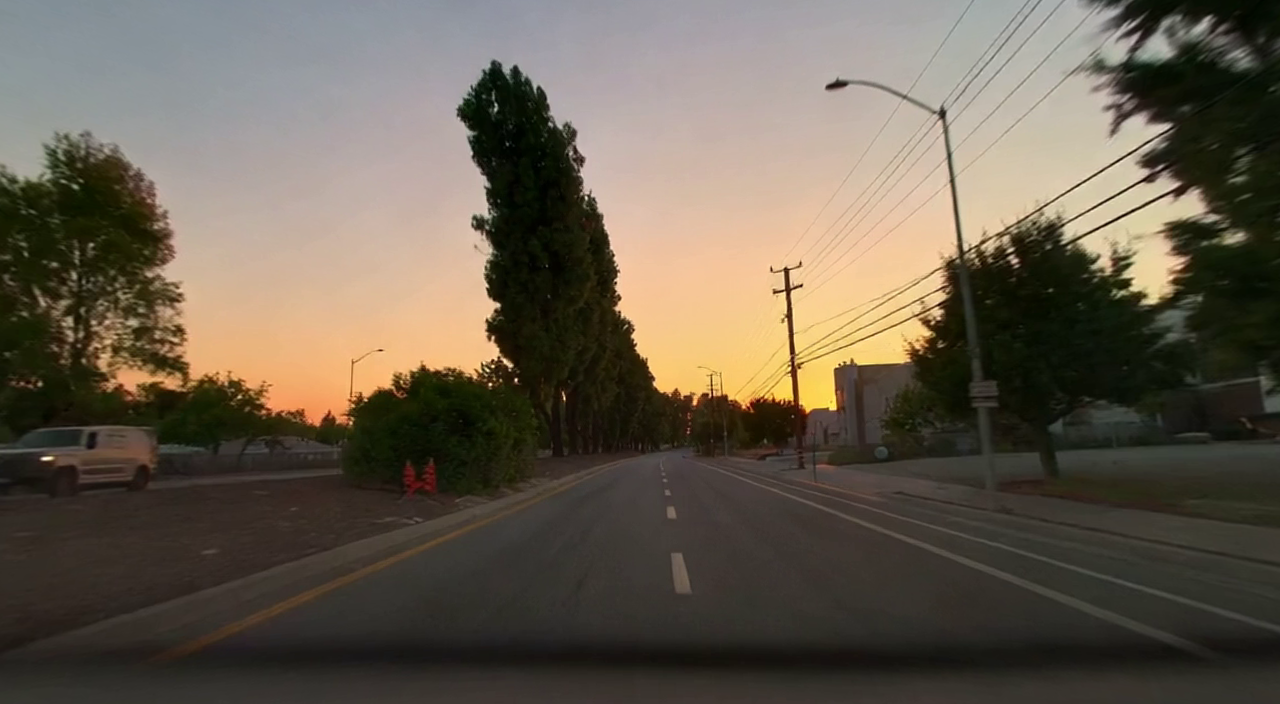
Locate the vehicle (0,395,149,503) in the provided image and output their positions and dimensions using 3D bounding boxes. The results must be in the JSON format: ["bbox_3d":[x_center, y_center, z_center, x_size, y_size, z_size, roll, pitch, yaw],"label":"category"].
[{"bbox_3d":[-17.860,3.008,19.696,2.622,2.983,3.006,-3,-8,-2],"label":"vehicle"}]
